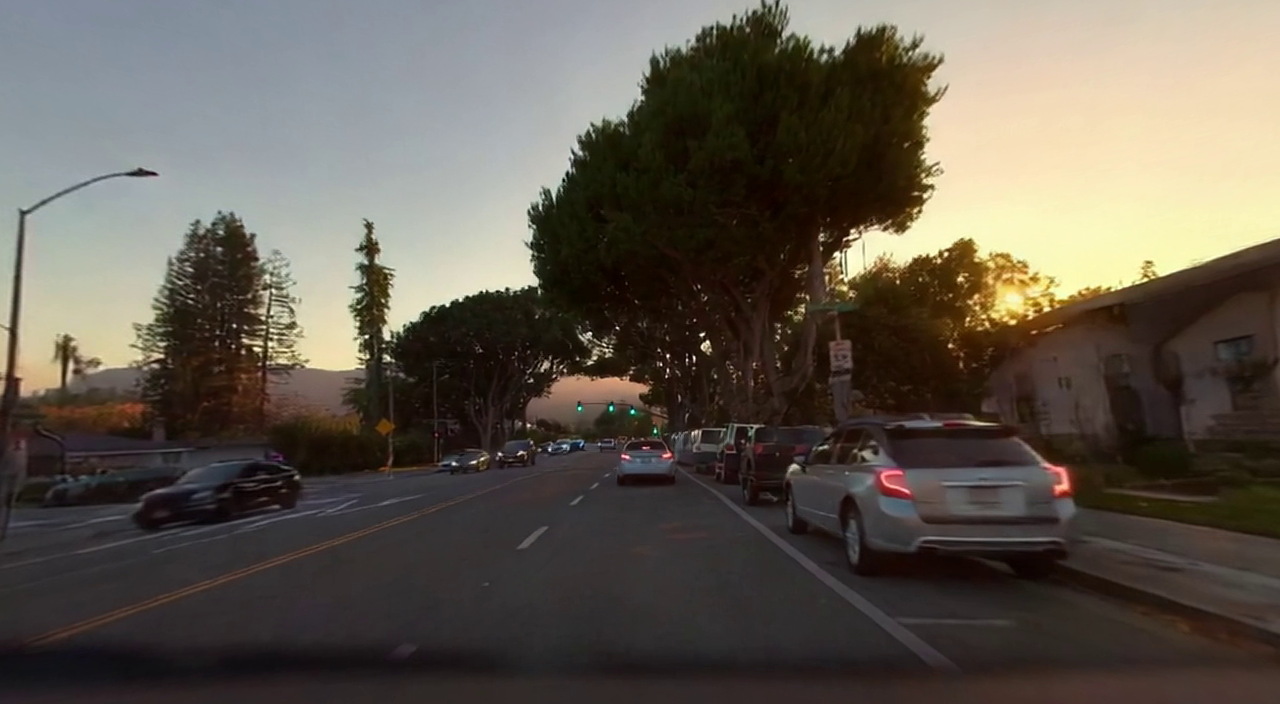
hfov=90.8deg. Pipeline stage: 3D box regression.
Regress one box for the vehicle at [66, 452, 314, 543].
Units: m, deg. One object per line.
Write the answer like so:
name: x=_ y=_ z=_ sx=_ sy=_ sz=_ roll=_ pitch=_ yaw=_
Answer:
vehicle: x=-9.090 y=2.925 z=13.419 sx=1.908 sy=1.511 sz=4.611 roll=0 pitch=-8 yaw=-1

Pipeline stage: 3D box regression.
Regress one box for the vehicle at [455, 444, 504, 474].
vehicle: x=-9.428 y=6.271 z=37.313 sx=1.908 sy=1.492 sz=3.699 roll=-4 pitch=-8 yaw=-1

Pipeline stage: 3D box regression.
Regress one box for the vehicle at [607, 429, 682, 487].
vehicle: x=0.083 y=3.217 z=19.516 sx=2.041 sy=1.575 sz=4.304 roll=0 pitch=-8 yaw=-1

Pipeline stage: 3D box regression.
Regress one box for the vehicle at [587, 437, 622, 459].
vehicle: x=-2.480 y=6.854 z=45.186 sx=2.117 sy=1.528 sz=4.277 roll=0 pitch=-8 yaw=1

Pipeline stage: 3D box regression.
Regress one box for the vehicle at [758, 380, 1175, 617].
vehicle: x=2.848 y=1.411 z=7.039 sx=2.060 sy=1.733 sz=4.639 roll=0 pitch=-8 yaw=-1

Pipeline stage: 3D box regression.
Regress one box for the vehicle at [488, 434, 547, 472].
vehicle: x=-6.276 y=5.220 z=32.946 sx=2.175 sy=1.820 sz=4.643 roll=0 pitch=-8 yaw=0
